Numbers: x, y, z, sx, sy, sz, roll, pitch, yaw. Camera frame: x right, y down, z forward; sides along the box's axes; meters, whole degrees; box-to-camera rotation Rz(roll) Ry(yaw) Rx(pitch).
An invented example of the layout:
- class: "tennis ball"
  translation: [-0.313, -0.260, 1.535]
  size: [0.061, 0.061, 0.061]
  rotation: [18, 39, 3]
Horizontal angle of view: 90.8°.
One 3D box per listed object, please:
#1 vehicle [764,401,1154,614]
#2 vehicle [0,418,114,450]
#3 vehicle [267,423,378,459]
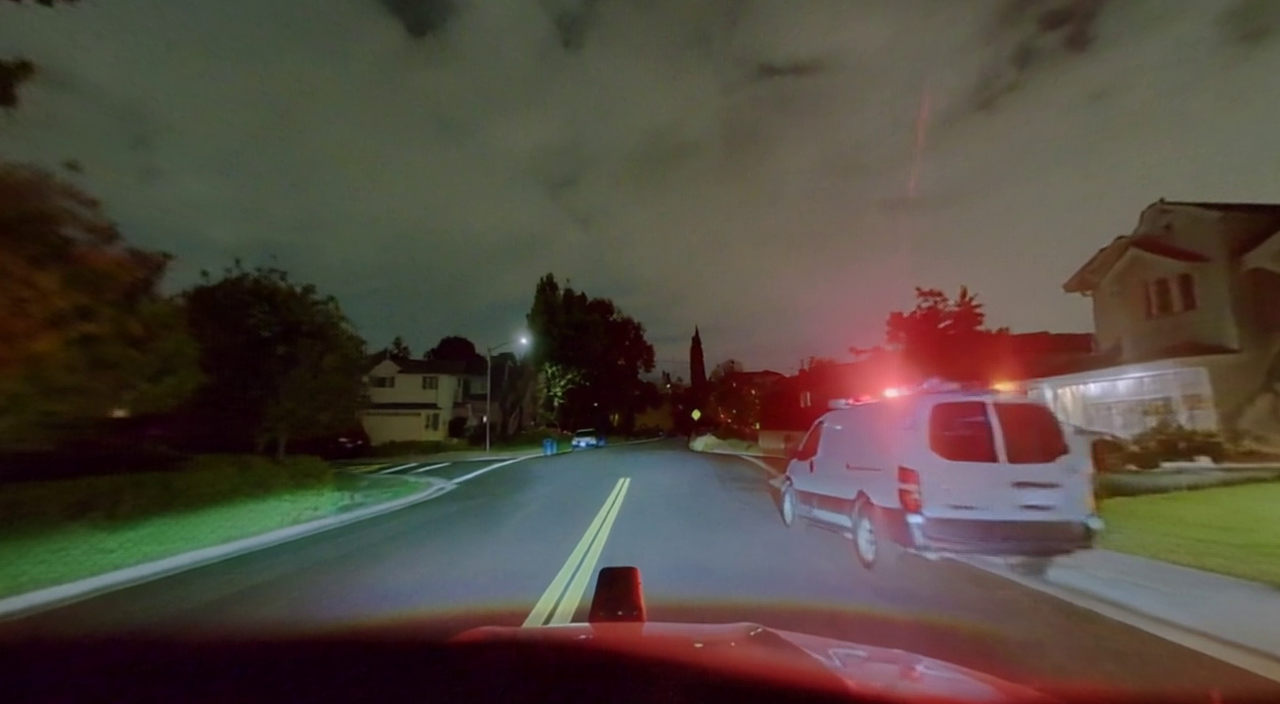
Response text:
- class: "vehicle"
  translation: [3.096, 1.629, 7.853]
  size: [2.074, 1.646, 5.457]
  rotation: [1, -8, 1]
- class: "vehicle"
  translation: [-31.382, 4.434, 33.915]
  size: [4.562, 1.613, 1.979]
  rotation: [0, -10, 3]
- class: "vehicle"
  translation: [-16.818, 4.777, 33.683]
  size: [4.722, 1.730, 2.109]
  rotation: [0, -11, 3]
